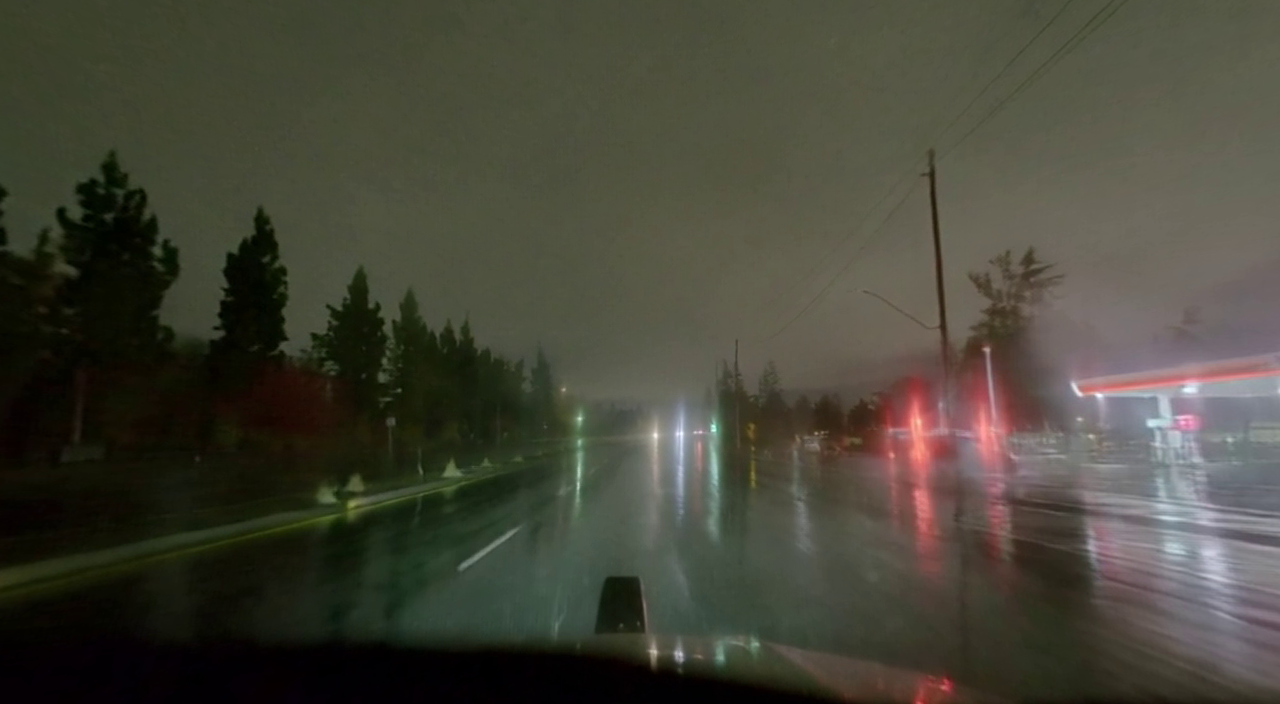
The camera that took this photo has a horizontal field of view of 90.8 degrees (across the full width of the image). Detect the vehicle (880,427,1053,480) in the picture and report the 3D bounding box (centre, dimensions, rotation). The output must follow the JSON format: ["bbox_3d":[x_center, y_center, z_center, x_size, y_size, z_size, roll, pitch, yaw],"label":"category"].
[{"bbox_3d":[10.400,3.261,20.399,4.476,1.629,1.953,0,-9,0],"label":"vehicle"}]
